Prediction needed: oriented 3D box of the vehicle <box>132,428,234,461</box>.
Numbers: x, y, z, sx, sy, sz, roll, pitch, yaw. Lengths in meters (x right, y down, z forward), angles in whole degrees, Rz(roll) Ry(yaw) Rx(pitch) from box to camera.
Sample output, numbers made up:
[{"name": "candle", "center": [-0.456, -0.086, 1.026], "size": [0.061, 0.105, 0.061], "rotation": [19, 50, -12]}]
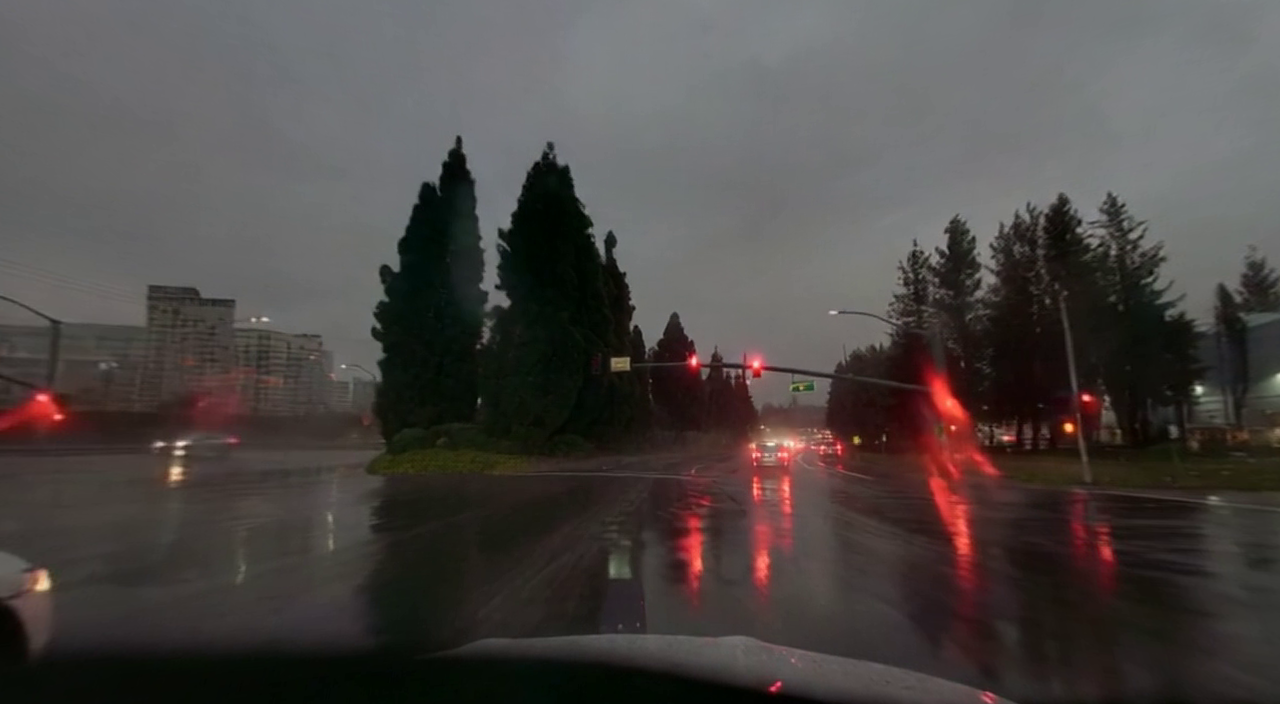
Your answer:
[{"name": "vehicle", "center": [-27.076, 5.545, 37.694], "size": [1.972, 1.817, 4.846], "rotation": [-2, -9, 9]}]

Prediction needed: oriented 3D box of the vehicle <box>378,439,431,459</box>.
[{"name": "vehicle", "center": [-18.460, 7.622, 49.798], "size": [1.844, 1.455, 4.538], "rotation": [-2, -9, 9]}]
